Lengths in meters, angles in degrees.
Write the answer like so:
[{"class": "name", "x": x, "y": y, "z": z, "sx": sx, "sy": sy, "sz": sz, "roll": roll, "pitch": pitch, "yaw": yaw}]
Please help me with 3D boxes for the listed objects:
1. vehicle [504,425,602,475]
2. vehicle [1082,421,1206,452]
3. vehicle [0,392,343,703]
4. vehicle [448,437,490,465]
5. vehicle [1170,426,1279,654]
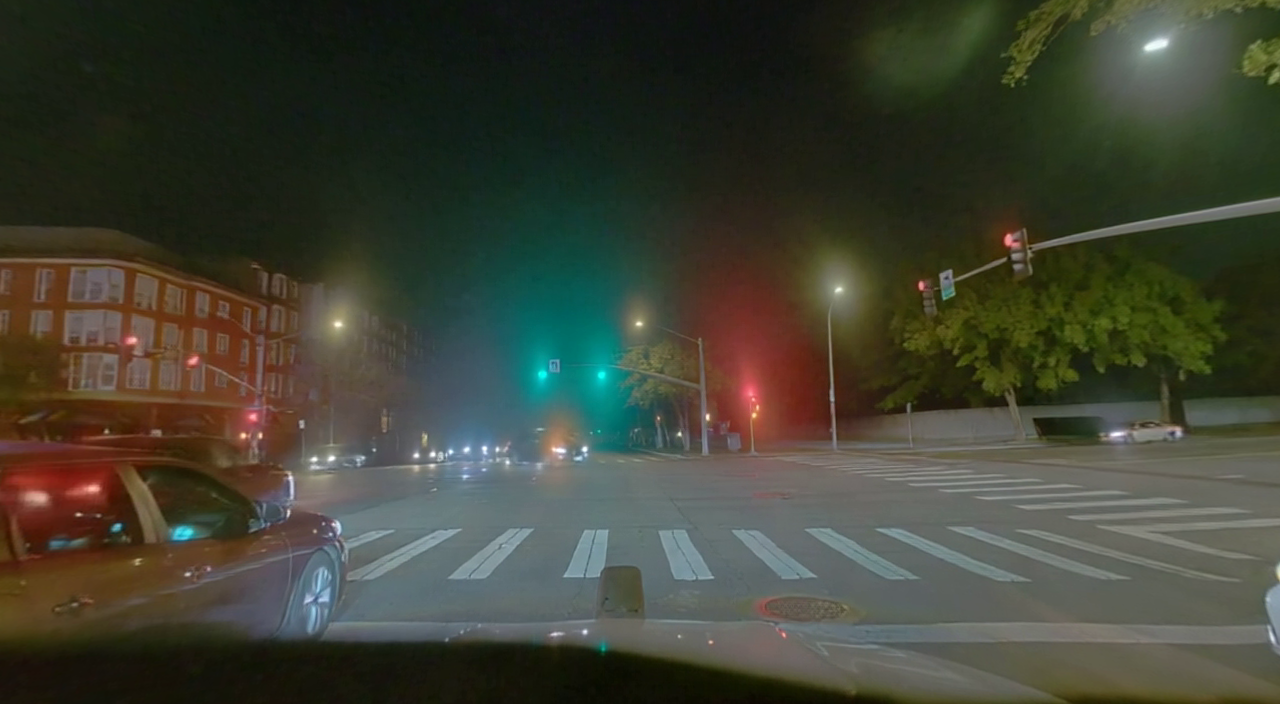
[{"class": "vehicle", "x": -3.743, "y": 4.097, "z": 26.500, "sx": 2.109, "sy": 1.871, "sz": 4.778, "roll": 6, "pitch": -10, "yaw": -35}, {"class": "vehicle", "x": 25.485, "y": 4.307, "z": 32.052, "sx": 4.660, "sy": 1.495, "sz": 2.007, "roll": 0, "pitch": -8, "yaw": -3}, {"class": "vehicle", "x": -3.075, "y": 0.893, "z": 2.148, "sx": 1.919, "sy": 1.478, "sz": 4.720, "roll": 0, "pitch": -8, "yaw": -1}, {"class": "vehicle", "x": -12.815, "y": 7.415, "z": 47.538, "sx": 2.051, "sy": 1.715, "sz": 4.346, "roll": -3, "pitch": -6, "yaw": -2}, {"class": "vehicle", "x": 4.943, "y": 0.984, "z": 2.549, "sx": 1.949, "sy": 1.449, "sz": 4.530, "roll": -1, "pitch": -8, "yaw": 5}]
